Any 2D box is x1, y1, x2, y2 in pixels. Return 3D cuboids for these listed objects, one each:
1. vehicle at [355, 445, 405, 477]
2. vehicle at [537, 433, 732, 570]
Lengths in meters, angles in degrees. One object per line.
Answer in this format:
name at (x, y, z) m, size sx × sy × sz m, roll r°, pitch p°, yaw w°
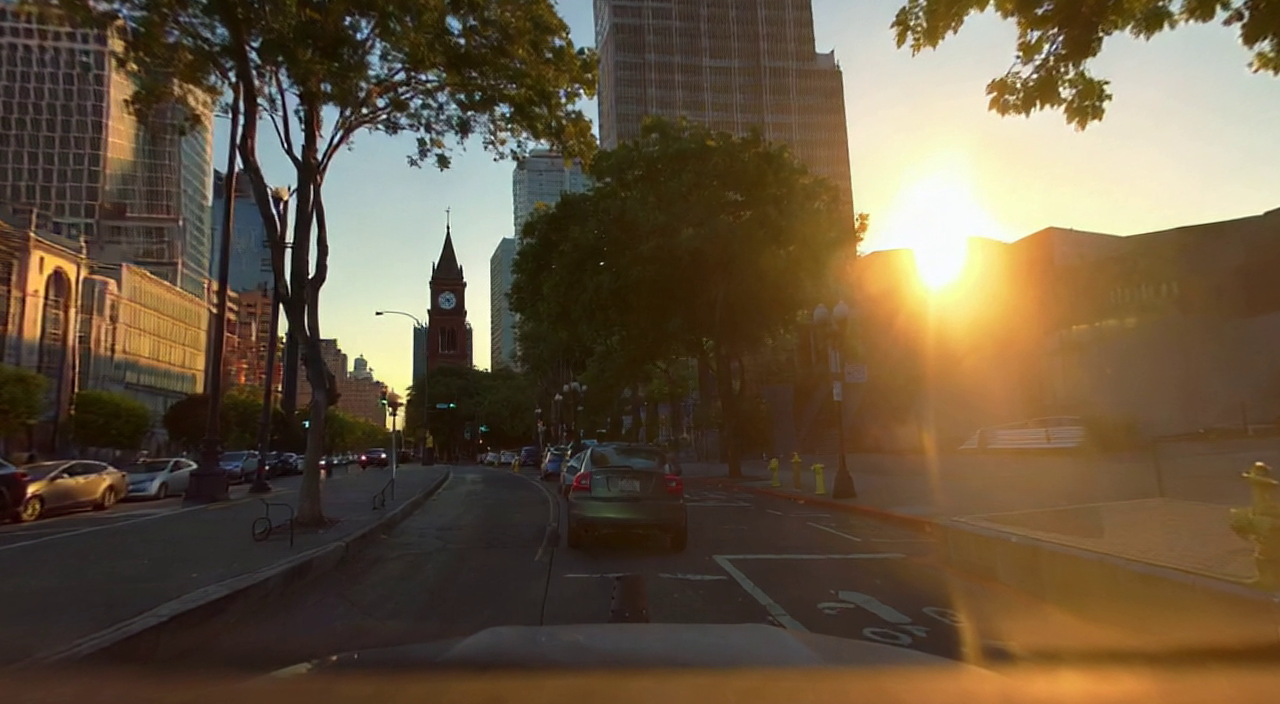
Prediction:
vehicle at (-14.703, 6.141, 35.857) m, size 2.179 × 1.698 × 4.549 m, roll 2°, pitch -9°, yaw -17°
vehicle at (-0.251, 1.940, 9.012) m, size 2.142 × 1.475 × 4.051 m, roll 1°, pitch -8°, yaw -6°
